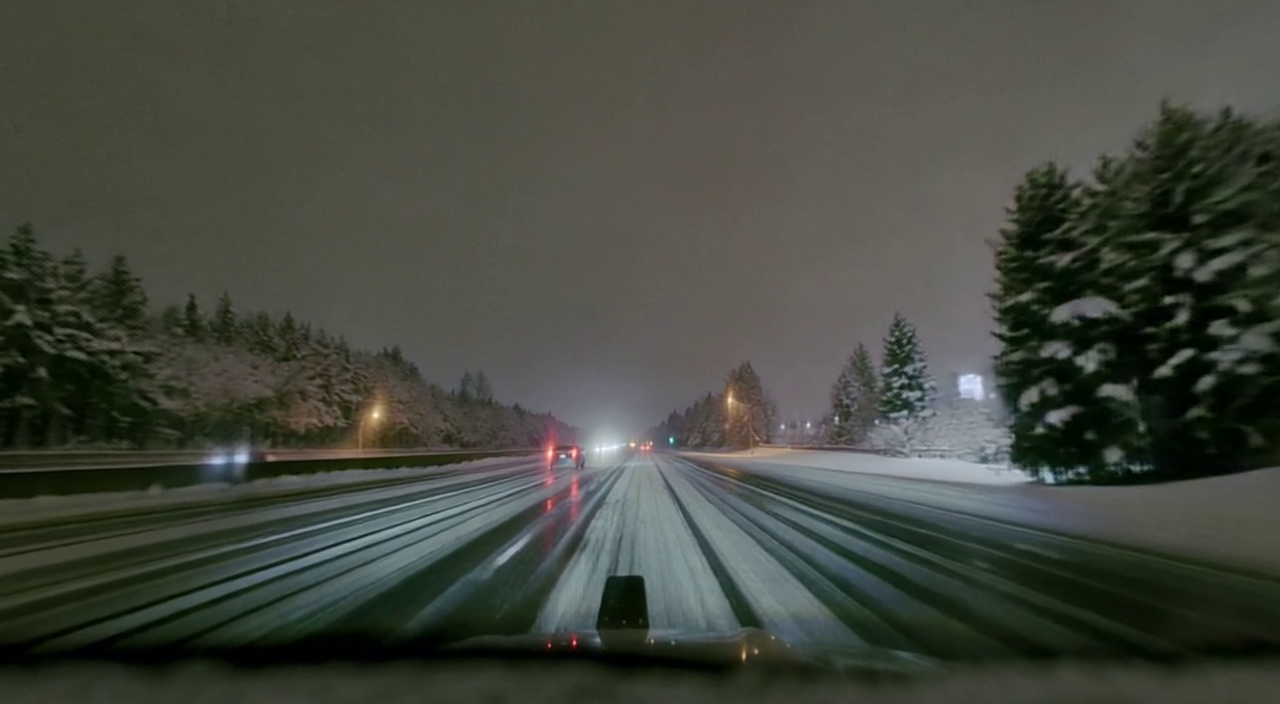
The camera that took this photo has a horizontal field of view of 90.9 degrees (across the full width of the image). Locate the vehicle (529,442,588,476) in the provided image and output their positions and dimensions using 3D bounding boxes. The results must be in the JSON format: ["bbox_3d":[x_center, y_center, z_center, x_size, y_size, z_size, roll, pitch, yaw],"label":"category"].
[{"bbox_3d":[-3.674,4.934,29.309,2.128,1.450,4.078,0,-8,1],"label":"vehicle"}]

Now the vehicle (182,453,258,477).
[{"bbox_3d":[-27.837,7.461,41.986,1.834,1.438,4.551,0,-8,1],"label":"vehicle"}]
